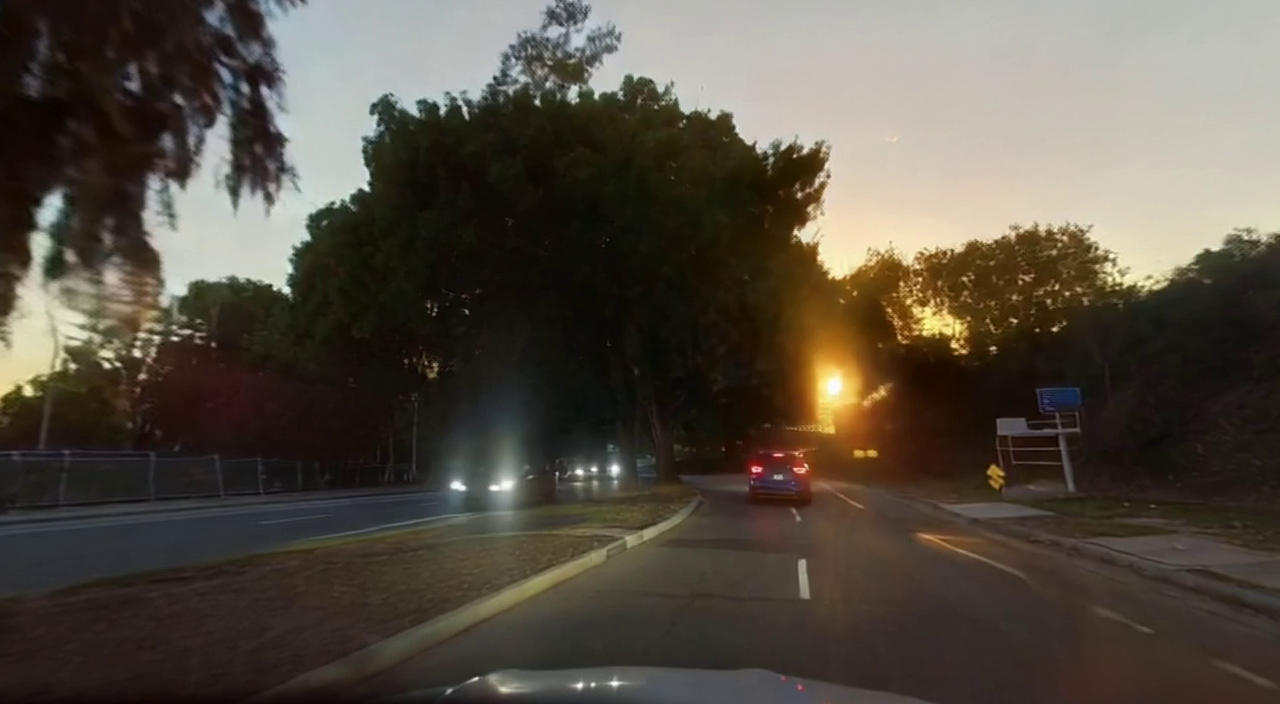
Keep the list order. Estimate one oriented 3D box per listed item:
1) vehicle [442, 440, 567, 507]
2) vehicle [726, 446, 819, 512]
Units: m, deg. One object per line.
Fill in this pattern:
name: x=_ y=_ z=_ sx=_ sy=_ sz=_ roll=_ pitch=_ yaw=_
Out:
vehicle: x=-4.327 y=3.970 z=21.225 sx=2.150 sy=1.927 sz=5.209 roll=-2 pitch=-8 yaw=12
vehicle: x=3.590 y=3.369 z=17.226 sx=2.148 sy=1.521 sz=4.089 roll=-2 pitch=-8 yaw=11
